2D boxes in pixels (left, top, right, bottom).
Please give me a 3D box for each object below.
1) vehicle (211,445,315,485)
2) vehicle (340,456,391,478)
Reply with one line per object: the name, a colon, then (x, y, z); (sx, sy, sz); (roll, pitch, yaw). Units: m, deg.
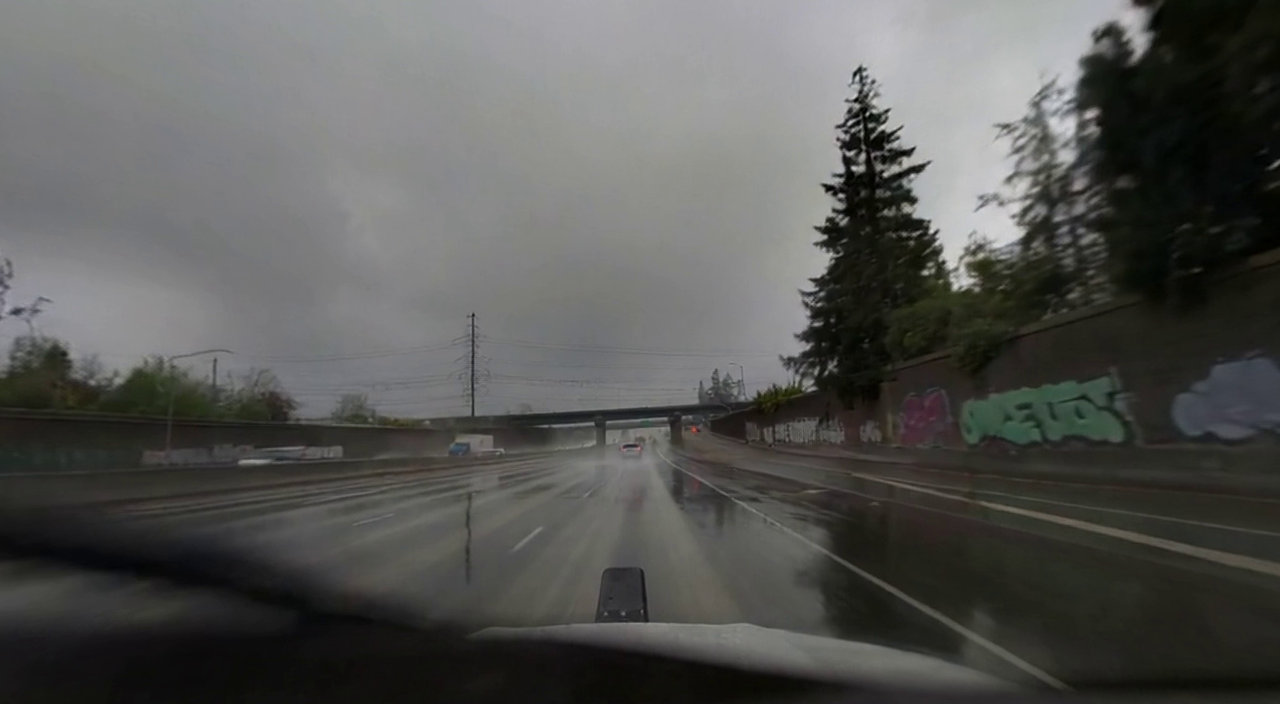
vehicle: (-24.331, 7.312, 41.143); (2.557, 2.321, 6.654); (-1, -9, 1)
vehicle: (-20.420, 8.553, 47.048); (1.770, 1.473, 4.573); (-1, -9, 0)
